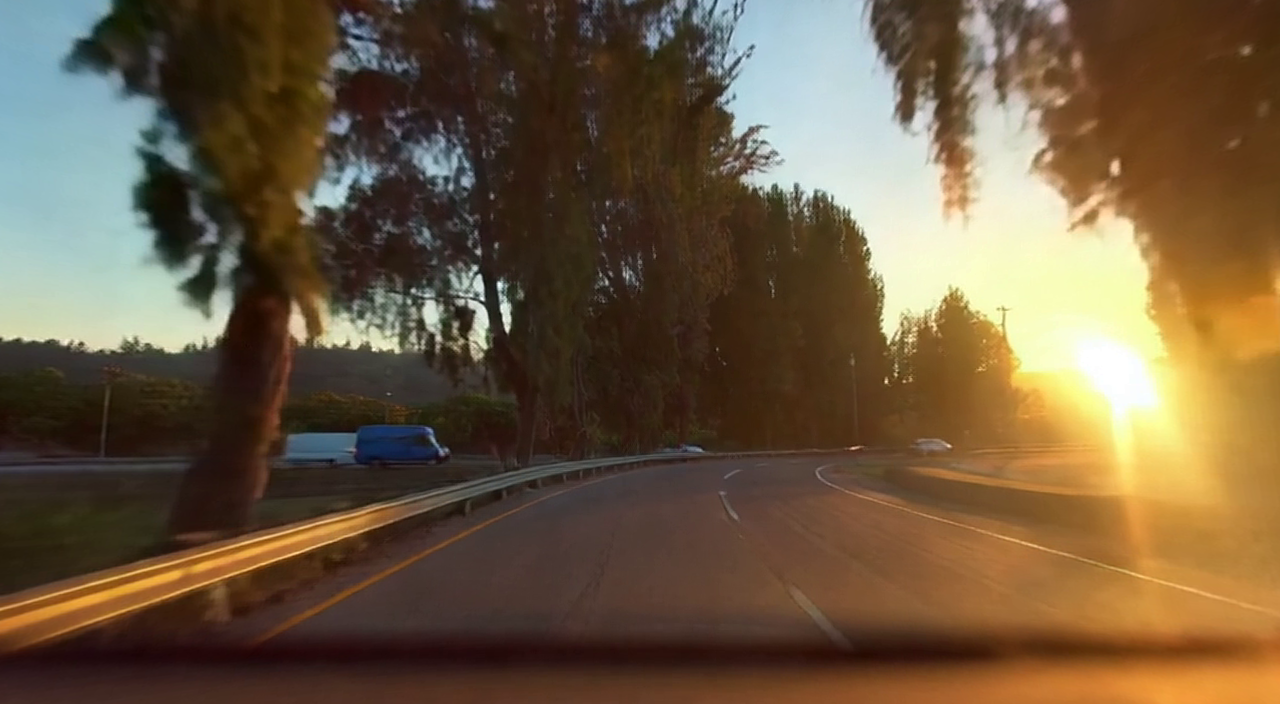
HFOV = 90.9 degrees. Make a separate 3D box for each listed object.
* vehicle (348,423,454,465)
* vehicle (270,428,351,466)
[{"bbox_3d":[-17.847,6.880,47.355,7.155,2.942,2.420,3,-8,-21],"label":"vehicle"},{"bbox_3d":[-23.567,6.817,45.312,4.784,2.535,2.203,2,-9,-20],"label":"vehicle"}]
